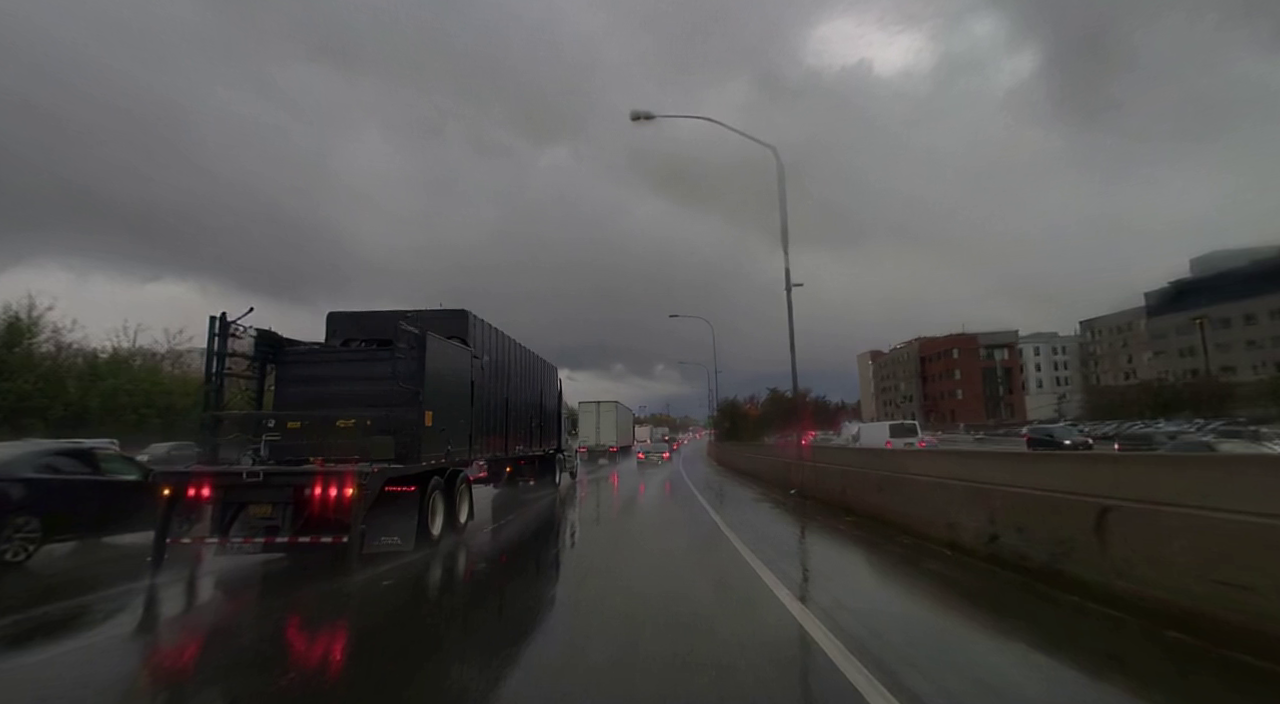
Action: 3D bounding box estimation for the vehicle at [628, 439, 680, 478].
[{"bbox_3d":[0.670,4.787,28.485,2.178,1.640,4.071,-1,-9,2],"label":"vehicle"}]

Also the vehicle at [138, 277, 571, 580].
[{"bbox_3d":[-3.522,1.461,11.311,3.020,3.192,9.194,-1,-9,3],"label":"vehicle"}]

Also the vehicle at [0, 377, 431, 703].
[{"bbox_3d":[-3.846,1.266,5.277,2.896,1.779,3.441,0,-8,2],"label":"vehicle"}]

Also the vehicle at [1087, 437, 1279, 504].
[{"bbox_3d":[14.121,2.987,16.323,1.873,1.491,4.413,0,-9,2],"label":"vehicle"}]

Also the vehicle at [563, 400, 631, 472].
[{"bbox_3d":[-2.408,5.303,39.196,3.073,3.894,9.782,-1,-9,3],"label":"vehicle"}]
